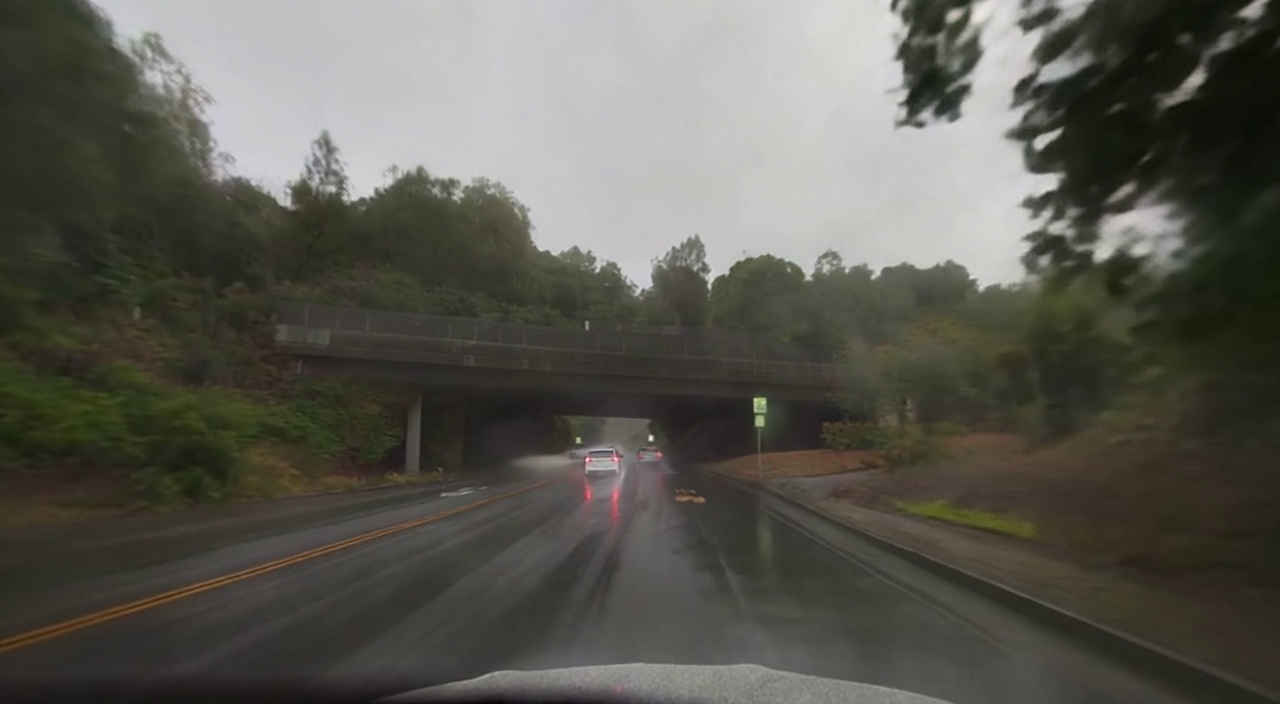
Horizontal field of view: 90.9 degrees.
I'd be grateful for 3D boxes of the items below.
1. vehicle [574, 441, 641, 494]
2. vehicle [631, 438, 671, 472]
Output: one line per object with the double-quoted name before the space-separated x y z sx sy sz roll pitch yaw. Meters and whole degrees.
"vehicle" -1.062 3.827 21.183 2.037 1.601 3.643 0 -9 -2
"vehicle" 0.658 6.634 40.709 2.273 2.010 4.396 0 -9 -3
